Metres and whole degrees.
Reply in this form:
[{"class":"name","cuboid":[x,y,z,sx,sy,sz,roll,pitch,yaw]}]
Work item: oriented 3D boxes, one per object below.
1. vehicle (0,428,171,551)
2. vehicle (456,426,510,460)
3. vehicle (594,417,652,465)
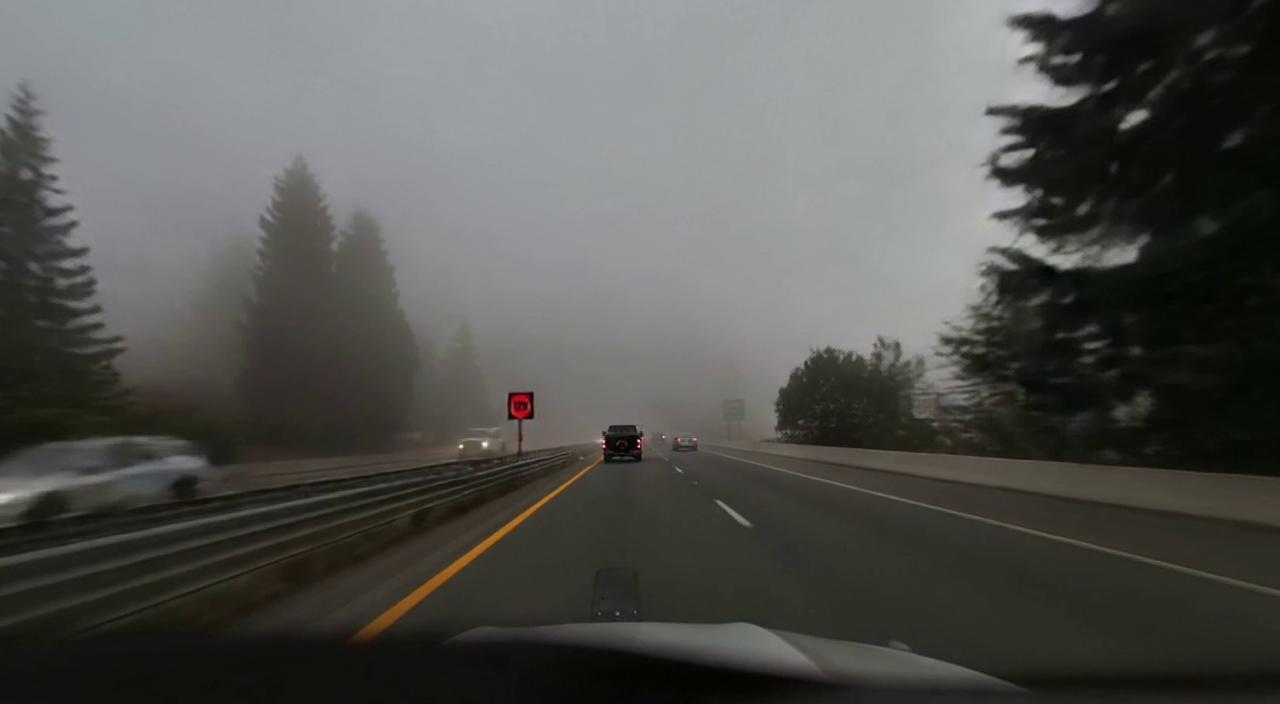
[{"class":"vehicle","cuboid":[-9.197,1.885,8.922,1.939,1.568,4.109,0,-8,-1]},{"class":"vehicle","cuboid":[-9.629,5.625,39.134,2.120,1.905,5.052,0,-8,-1]},{"class":"vehicle","cuboid":[-0.772,4.103,29.166,2.503,2.044,4.633,0,-8,-1]}]
